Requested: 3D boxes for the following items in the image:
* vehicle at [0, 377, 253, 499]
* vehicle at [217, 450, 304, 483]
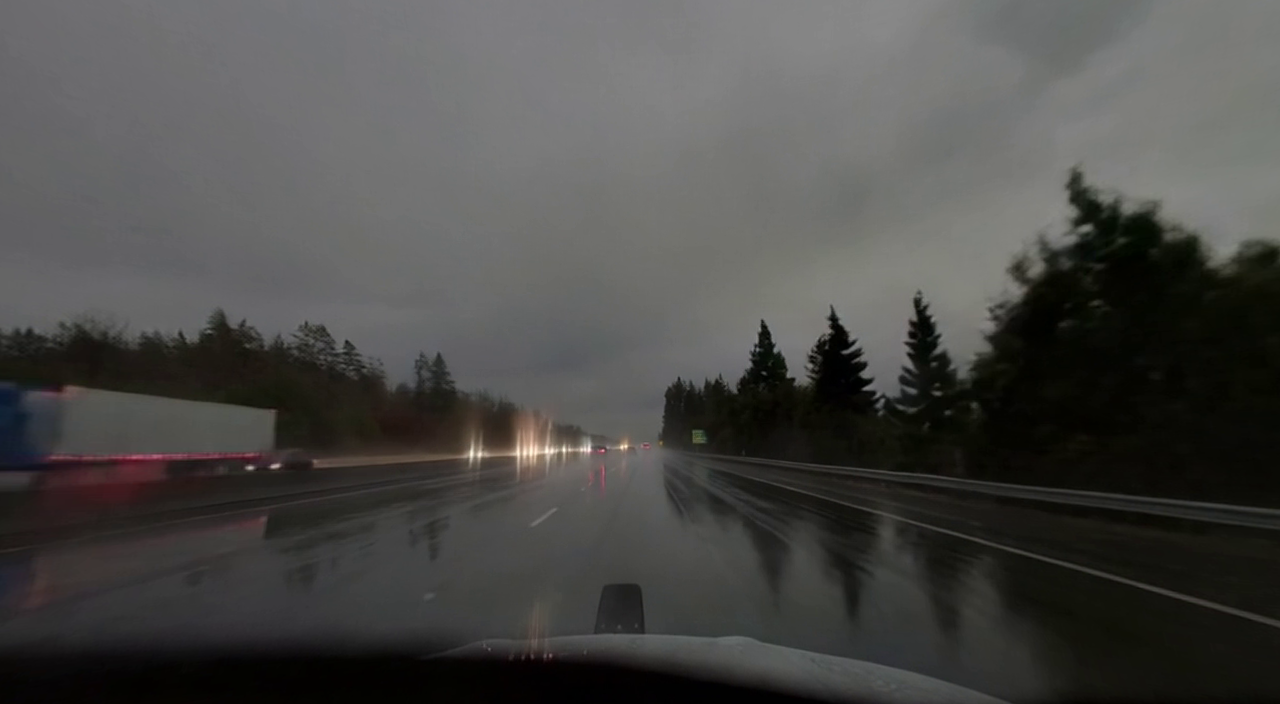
[{"bbox_3d":[-23.272,3.964,28.165,2.970,4.134,13.809,0,-9,0],"label":"vehicle"},{"bbox_3d":[-19.221,5.792,31.972,1.789,1.508,4.182,0,-9,1],"label":"vehicle"}]
